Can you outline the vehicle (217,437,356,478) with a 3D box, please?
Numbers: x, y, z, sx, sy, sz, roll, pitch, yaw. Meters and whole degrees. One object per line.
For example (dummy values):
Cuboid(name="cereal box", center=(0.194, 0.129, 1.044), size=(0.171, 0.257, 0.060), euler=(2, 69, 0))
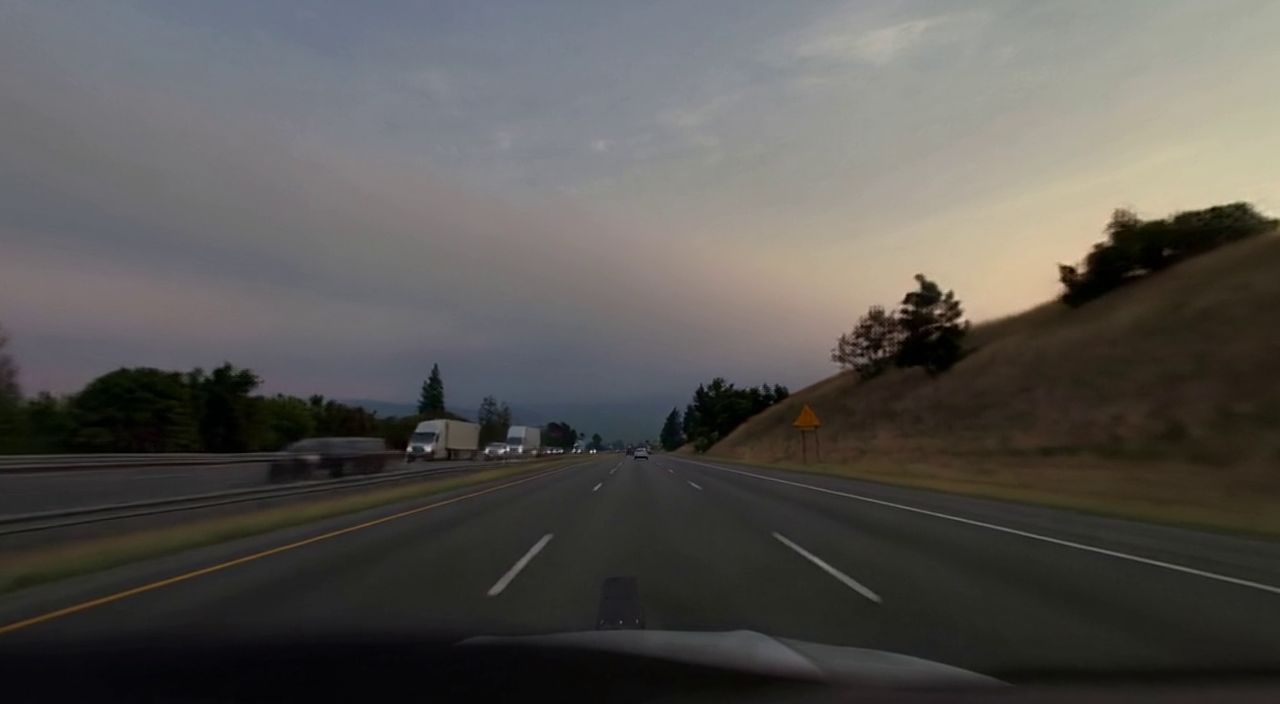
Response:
Cuboid(name="vehicle", center=(-11.800, 3.571, 21.509), size=(2.177, 1.229, 4.493), euler=(0, -9, 0))
